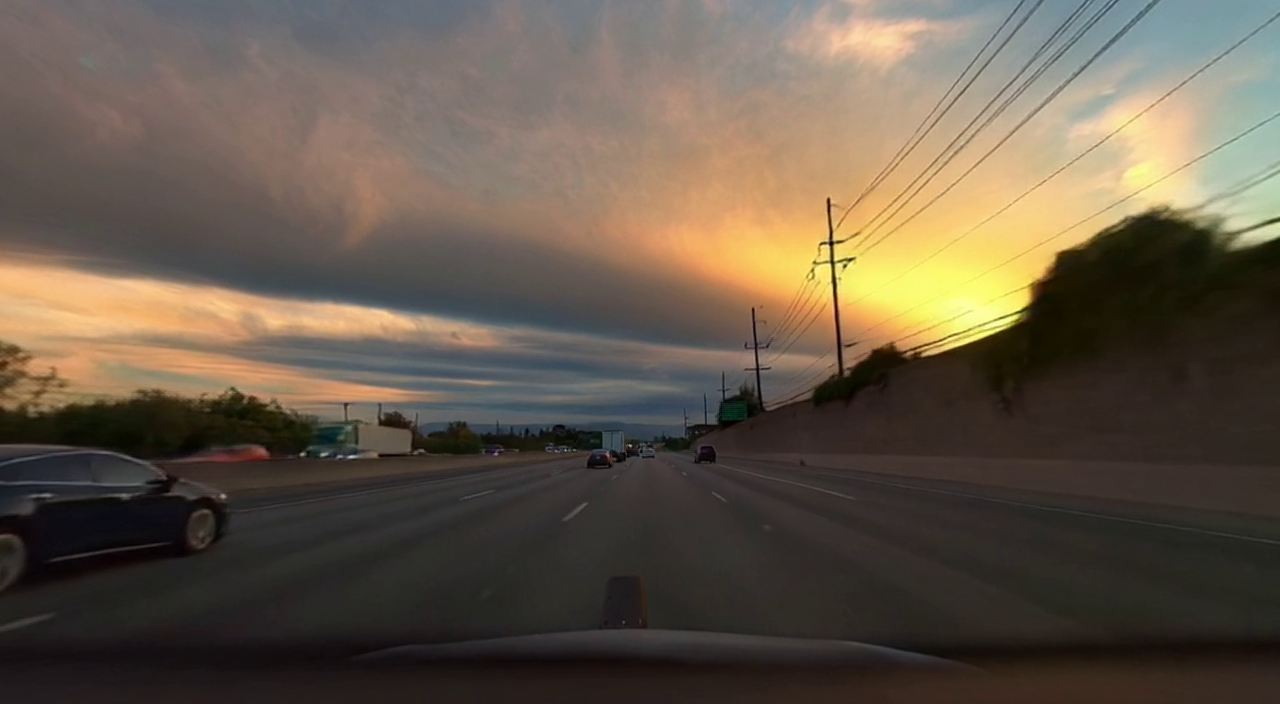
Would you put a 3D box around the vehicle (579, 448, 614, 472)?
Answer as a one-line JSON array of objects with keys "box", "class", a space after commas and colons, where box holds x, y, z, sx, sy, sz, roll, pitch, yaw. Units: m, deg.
[{"box": [-2.808, 7.085, 41.529, 2.004, 1.498, 4.043, 0, -9, 1], "class": "vehicle"}]

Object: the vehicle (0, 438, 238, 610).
[{"box": [-6.518, 1.549, 5.906, 2.127, 1.446, 5.008, 0, -9, 1], "class": "vehicle"}]

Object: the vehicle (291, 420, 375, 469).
[{"box": [-22.456, 6.831, 46.451, 3.013, 3.352, 5.902, 0, -9, 1], "class": "vehicle"}]

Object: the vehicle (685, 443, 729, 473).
[{"box": [4.257, 6.819, 40.675, 2.214, 1.799, 4.627, 0, -9, -1], "class": "vehicle"}]
